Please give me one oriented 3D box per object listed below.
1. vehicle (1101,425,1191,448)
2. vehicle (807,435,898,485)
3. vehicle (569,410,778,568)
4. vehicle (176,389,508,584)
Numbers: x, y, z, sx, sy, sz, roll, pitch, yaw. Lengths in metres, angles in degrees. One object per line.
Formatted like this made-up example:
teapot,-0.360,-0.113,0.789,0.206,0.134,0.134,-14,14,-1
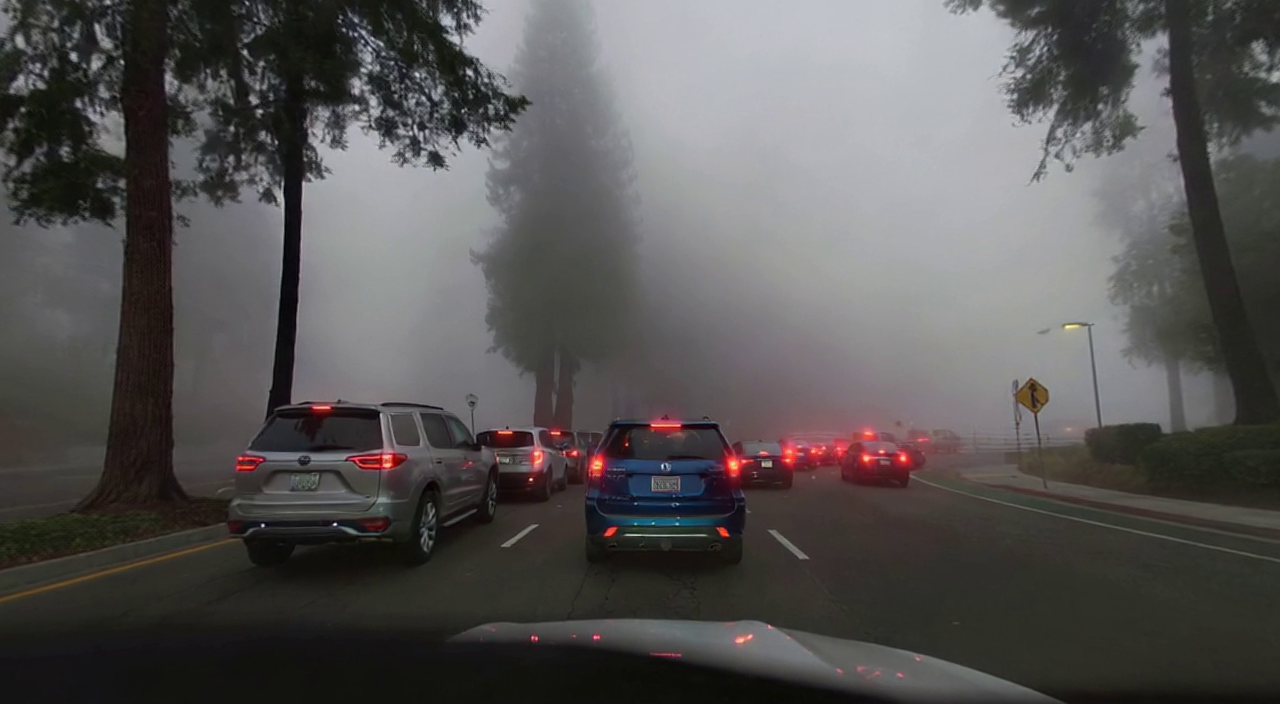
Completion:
vehicle,35.818,6.037,44.712,4.632,1.580,1.801,-5,-10,31
vehicle,7.359,3.768,22.280,2.067,1.599,4.251,-1,-8,5
vehicle,0.377,1.750,8.774,2.189,1.649,4.171,0,-8,1
vehicle,-3.258,1.579,8.154,2.085,1.812,4.388,0,-8,1
